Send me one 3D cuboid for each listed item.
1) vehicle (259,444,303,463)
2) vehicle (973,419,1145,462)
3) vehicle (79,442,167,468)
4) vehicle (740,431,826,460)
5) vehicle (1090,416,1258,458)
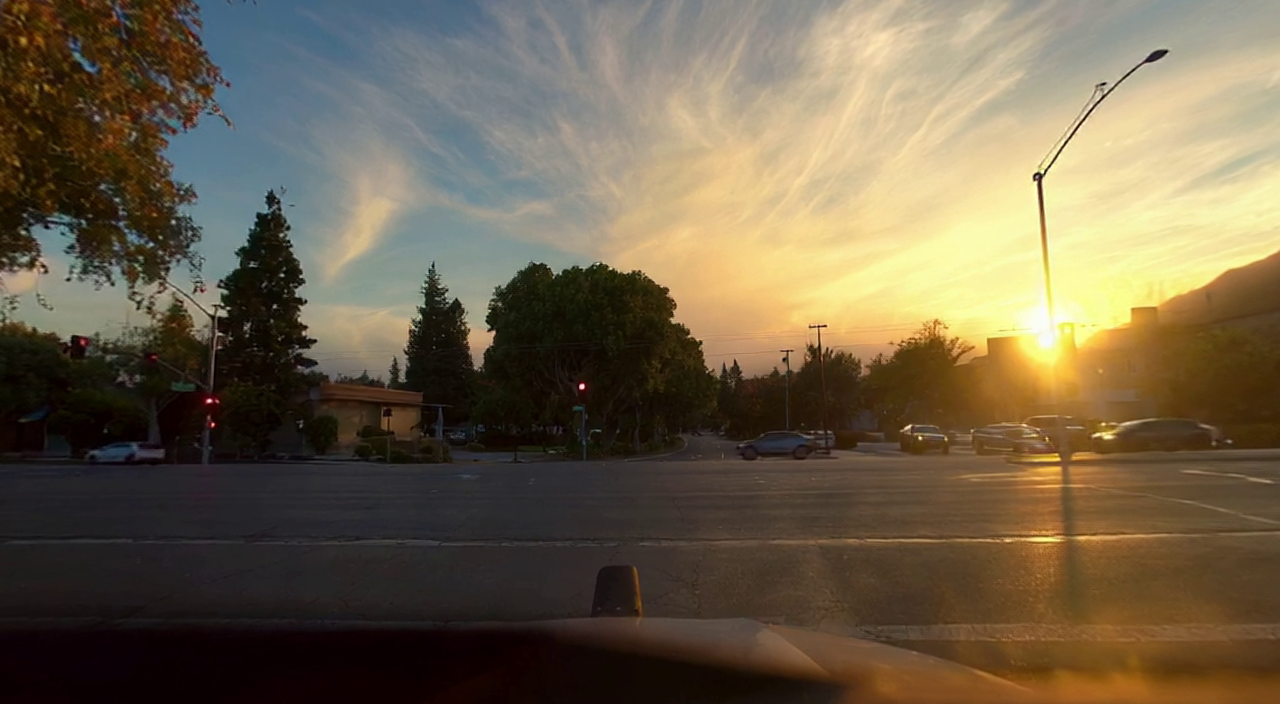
[{"bbox_3d":[-28.076,7.923,49.557,2.235,1.417,4.272,3,-9,-19],"label":"vehicle"},{"bbox_3d":[15.021,3.220,22.948,4.749,1.461,1.892,-1,-9,9],"label":"vehicle"},{"bbox_3d":[-31.541,6.282,38.584,4.020,1.517,1.855,-2,-9,10],"label":"vehicle"},{"bbox_3d":[7.847,5.165,34.970,4.488,1.536,1.849,-2,-9,11],"label":"vehicle"},{"bbox_3d":[21.381,3.447,25.528,4.677,1.593,2.029,-2,-9,11],"label":"vehicle"}]
